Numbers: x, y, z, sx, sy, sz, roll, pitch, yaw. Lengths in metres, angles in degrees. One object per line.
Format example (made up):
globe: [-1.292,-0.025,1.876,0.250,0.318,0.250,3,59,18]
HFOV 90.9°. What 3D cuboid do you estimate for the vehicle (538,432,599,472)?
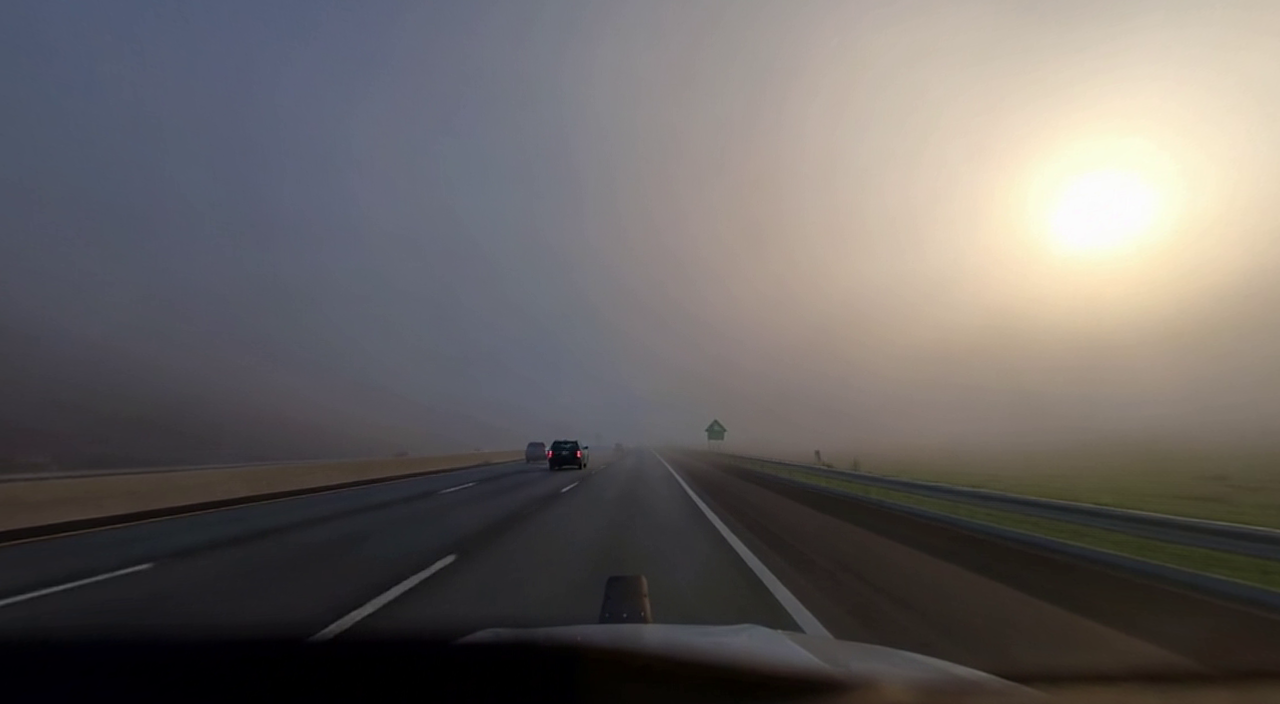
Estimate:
vehicle: [-3.376,4.853,30.826,2.283,1.802,4.810,0,-8,1]
